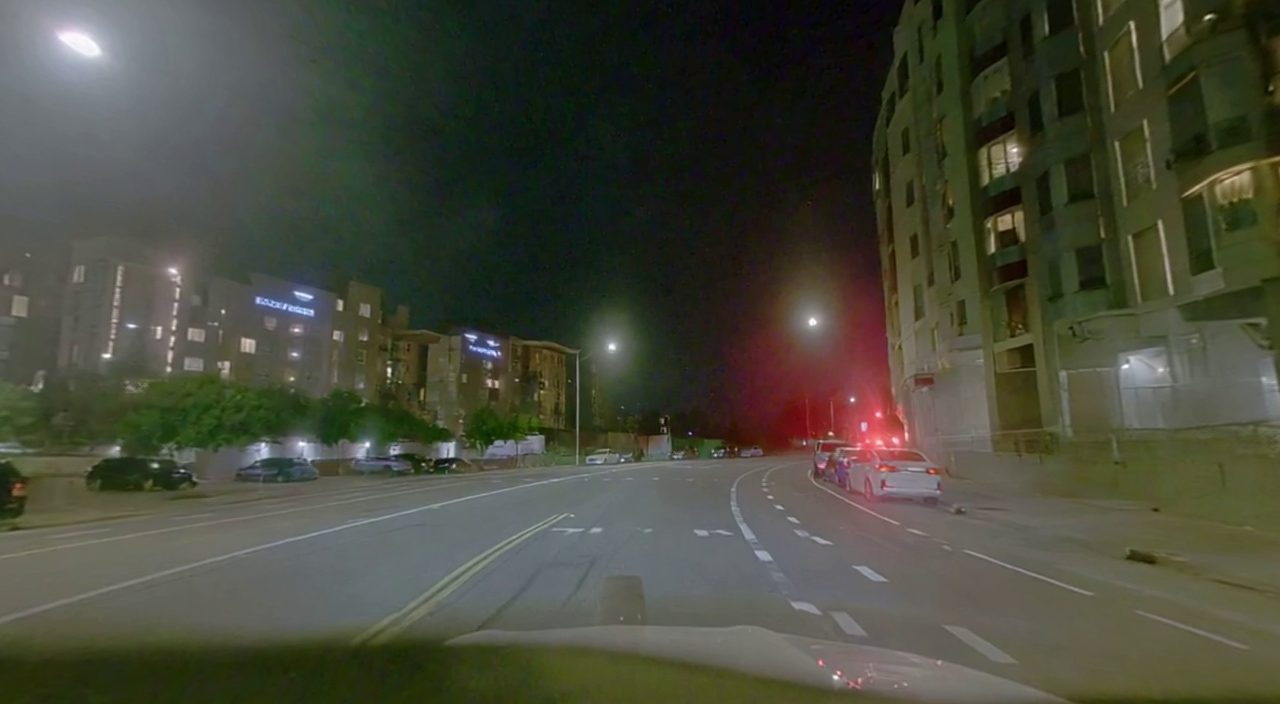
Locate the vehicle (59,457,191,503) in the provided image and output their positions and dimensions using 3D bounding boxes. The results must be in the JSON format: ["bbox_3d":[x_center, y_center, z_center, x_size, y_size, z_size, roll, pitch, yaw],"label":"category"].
[{"bbox_3d":[-22.820,5.624,28.057,4.586,1.836,2.034,-2,-9,14],"label":"vehicle"}]

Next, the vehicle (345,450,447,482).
[{"bbox_3d":[-16.557,7.699,42.965,6.006,1.964,2.474,-1,-10,14],"label":"vehicle"}]

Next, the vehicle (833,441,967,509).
[{"bbox_3d":[6.645,3.150,16.823,2.077,1.502,4.902,-1,-9,8],"label":"vehicle"}]
